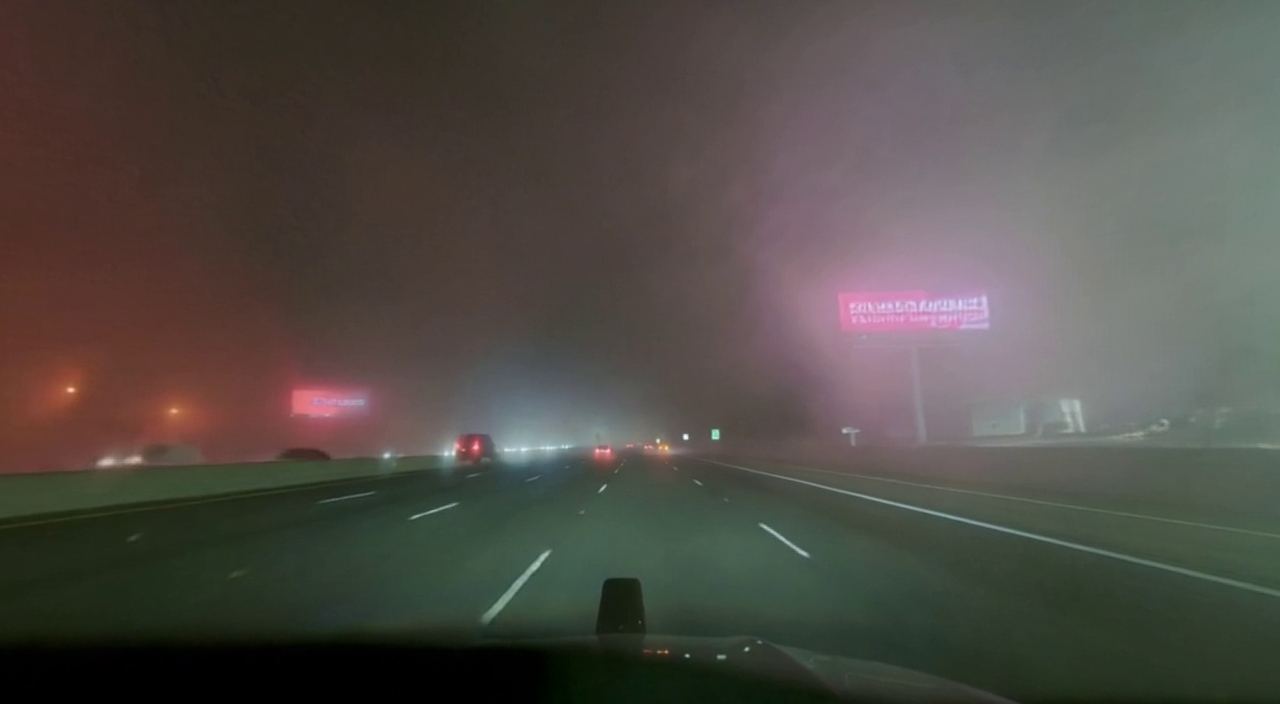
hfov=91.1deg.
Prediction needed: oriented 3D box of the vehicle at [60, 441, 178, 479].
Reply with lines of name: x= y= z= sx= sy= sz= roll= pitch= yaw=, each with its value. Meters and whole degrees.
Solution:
vehicle: x=-25.815 y=5.359 z=31.338 sx=1.975 sy=1.733 sz=4.491 roll=0 pitch=-9 yaw=0

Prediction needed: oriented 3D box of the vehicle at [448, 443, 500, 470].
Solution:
vehicle: x=-10.199 y=6.454 z=38.950 sx=1.974 sy=1.513 sz=4.584 roll=0 pitch=-9 yaw=0

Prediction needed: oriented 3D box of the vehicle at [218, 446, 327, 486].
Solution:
vehicle: x=-15.445 y=4.782 z=26.711 sx=1.871 sy=1.511 sz=4.449 roll=0 pitch=-9 yaw=1
